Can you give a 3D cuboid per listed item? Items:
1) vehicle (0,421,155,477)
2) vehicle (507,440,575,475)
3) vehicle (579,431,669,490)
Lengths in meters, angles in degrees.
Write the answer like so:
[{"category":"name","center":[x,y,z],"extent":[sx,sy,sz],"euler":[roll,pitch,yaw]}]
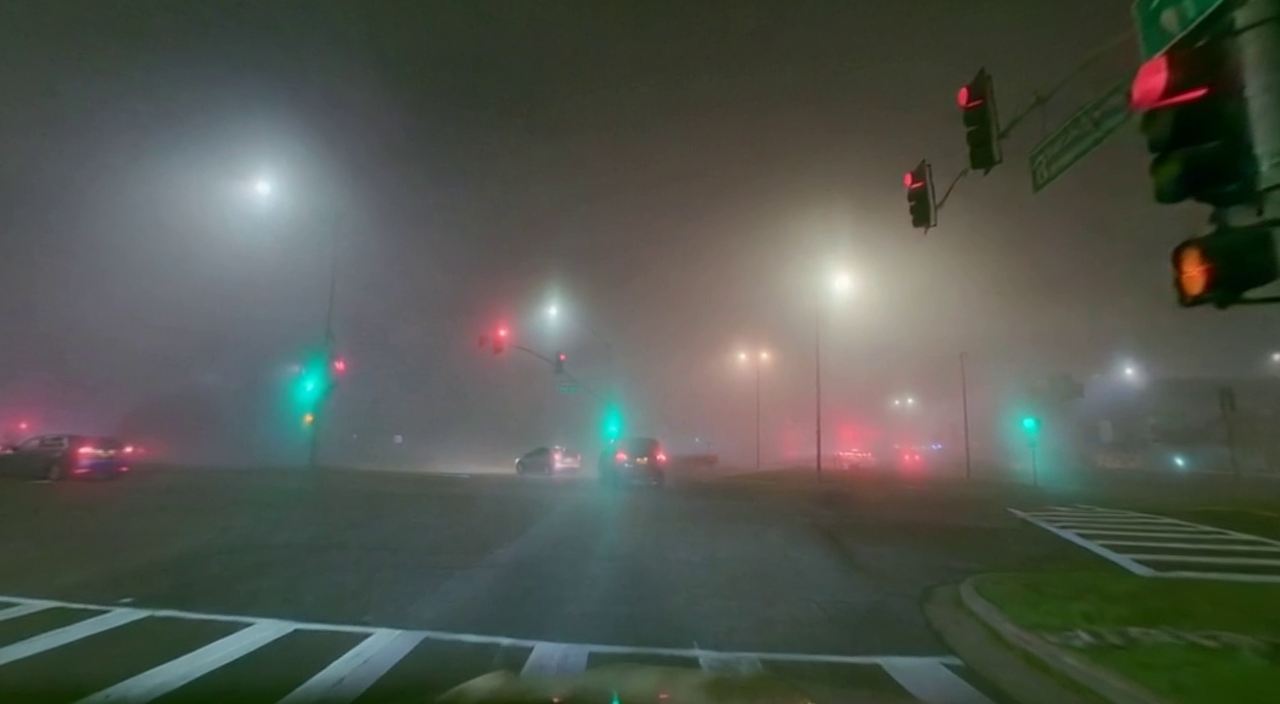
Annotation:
[{"category":"vehicle","center":[-18.437,3.060,20.144],"extent":[5.413,1.572,2.325],"euler":[-4,-9,24]},{"category":"vehicle","center":[-4.987,5.221,31.529],"extent":[2.007,1.605,3.852],"euler":[5,-9,-31]},{"category":"vehicle","center":[-0.596,3.137,18.611],"extent":[2.048,1.516,3.874],"euler":[1,-8,-11]}]
